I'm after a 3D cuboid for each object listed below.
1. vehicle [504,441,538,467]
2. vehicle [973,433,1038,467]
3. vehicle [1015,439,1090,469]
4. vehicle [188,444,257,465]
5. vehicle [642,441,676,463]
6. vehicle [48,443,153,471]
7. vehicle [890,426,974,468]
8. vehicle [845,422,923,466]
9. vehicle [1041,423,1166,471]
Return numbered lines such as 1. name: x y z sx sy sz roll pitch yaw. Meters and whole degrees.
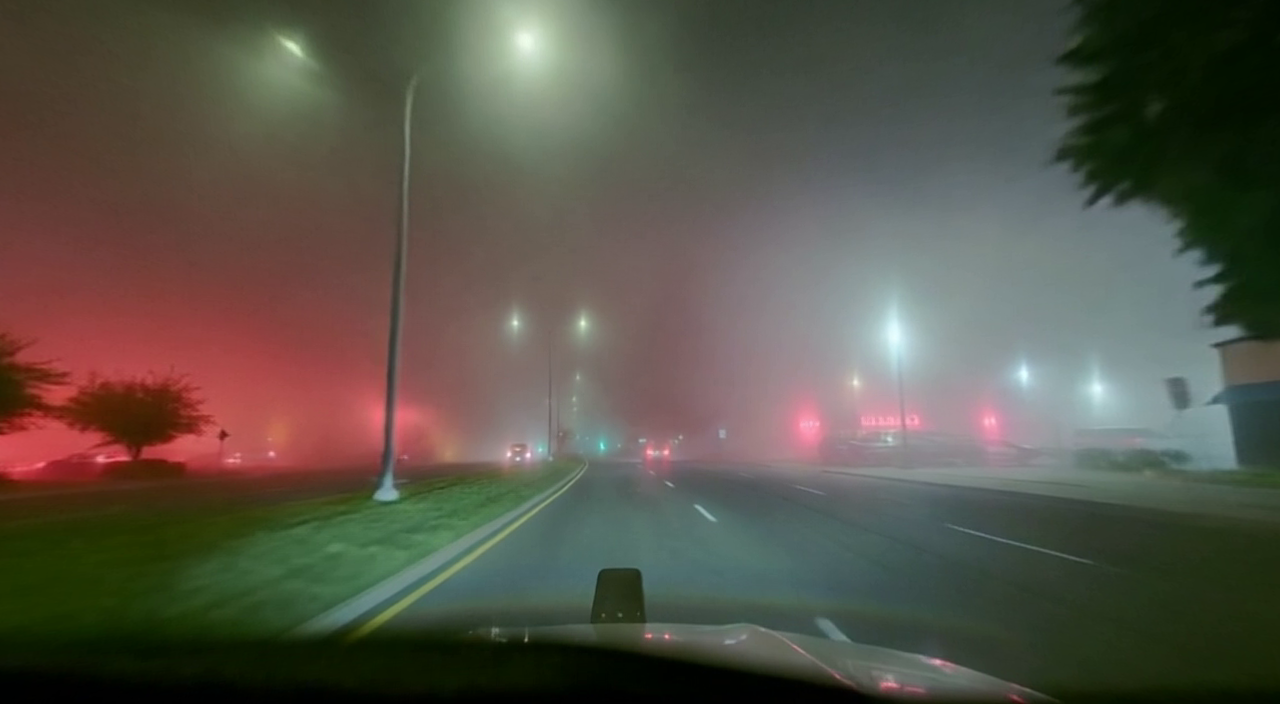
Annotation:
1. vehicle: -8.604 7.292 45.457 2.180 1.556 5.130 2 -7 -11
2. vehicle: 22.417 6.046 39.043 2.747 1.912 6.426 -4 -9 25
3. vehicle: 25.422 6.269 39.097 1.917 1.720 4.071 0 -8 1
4. vehicle: -32.083 7.906 48.624 3.952 1.462 1.857 2 -6 -8
5. vehicle: 1.315 7.171 45.284 1.913 1.473 4.360 0 -9 -5
6. vehicle: -31.892 6.196 37.477 4.240 1.576 2.038 0 -9 -4
7. vehicle: 18.009 5.828 38.824 2.727 2.396 5.918 -9 -12 43
8. vehicle: 15.848 5.952 40.804 5.908 2.641 2.303 8 -12 -44
9. vehicle: 28.529 5.910 39.347 2.248 2.714 6.788 1 -8 -4
